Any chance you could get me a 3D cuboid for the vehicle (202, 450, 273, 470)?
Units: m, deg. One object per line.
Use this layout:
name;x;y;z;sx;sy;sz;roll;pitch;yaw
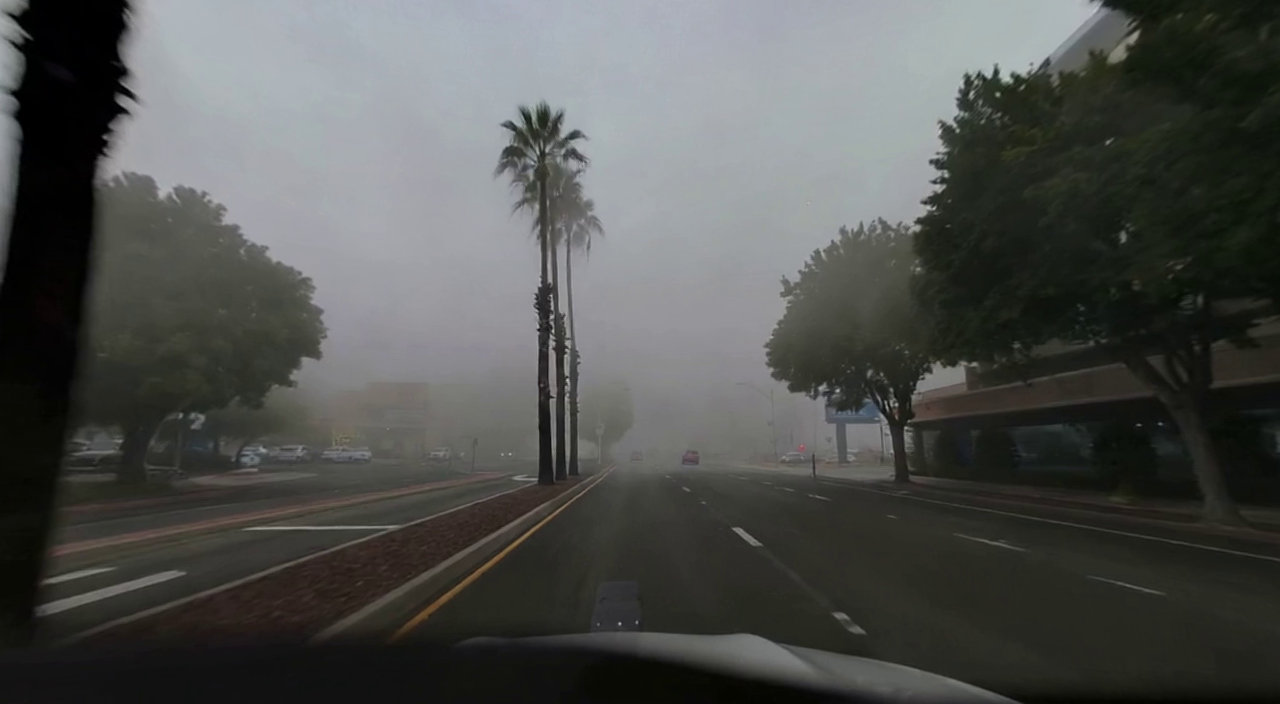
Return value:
vehicle;-31.186;8.352;48.826;4.223;1.444;1.814;1;-8;-3
